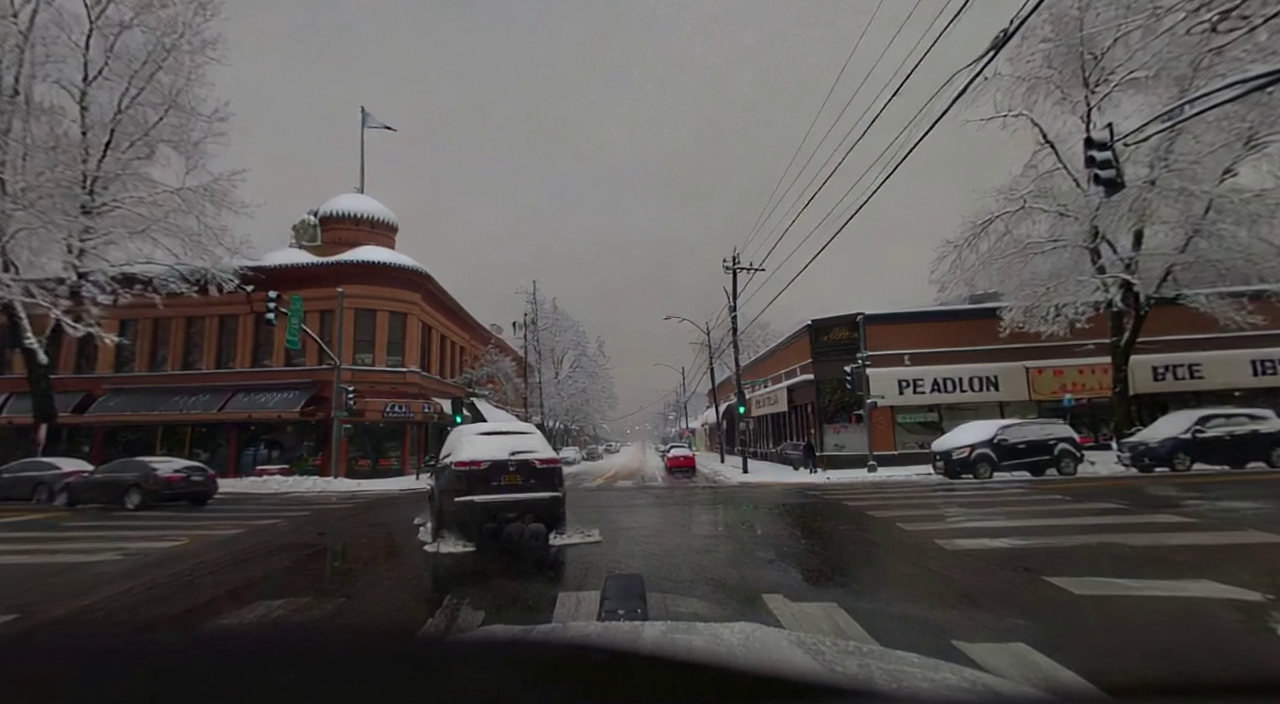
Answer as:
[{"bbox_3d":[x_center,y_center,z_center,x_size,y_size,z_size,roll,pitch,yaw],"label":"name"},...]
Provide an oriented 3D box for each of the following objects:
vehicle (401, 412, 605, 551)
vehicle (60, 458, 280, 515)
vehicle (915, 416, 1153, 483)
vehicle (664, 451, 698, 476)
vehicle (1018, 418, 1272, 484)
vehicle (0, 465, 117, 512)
[{"bbox_3d":[-2.671,2.154,11.320,2.440,1.882,4.611,4,-9,-26],"label":"vehicle"},{"bbox_3d":[-12.898,3.681,17.520,4.666,1.400,2.050,-1,-8,7],"label":"vehicle"},{"bbox_3d":[12.043,3.020,19.700,5.716,1.894,2.433,-1,-8,1],"label":"vehicle"},{"bbox_3d":[2.653,7.314,41.715,2.062,1.526,3.989,0,-8,2],"label":"vehicle"},{"bbox_3d":[13.225,2.618,16.837,4.815,1.501,2.157,-2,-8,1],"label":"vehicle"},{"bbox_3d":[-22.764,5.054,23.567,4.703,1.550,2.059,-1,-8,2],"label":"vehicle"}]
